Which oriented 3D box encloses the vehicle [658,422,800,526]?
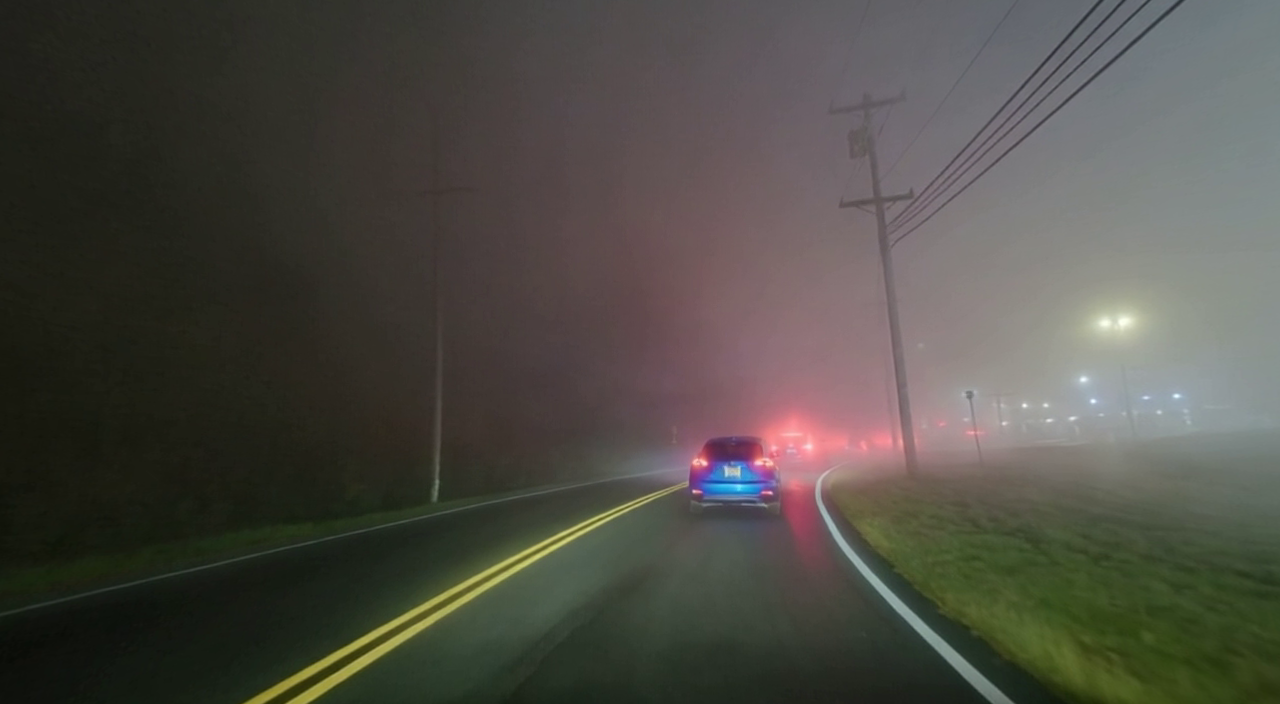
[{"bbox_3d":[1.868,2.198,11.928,2.157,1.565,4.243,-2,-9,15],"label":"vehicle"}]
